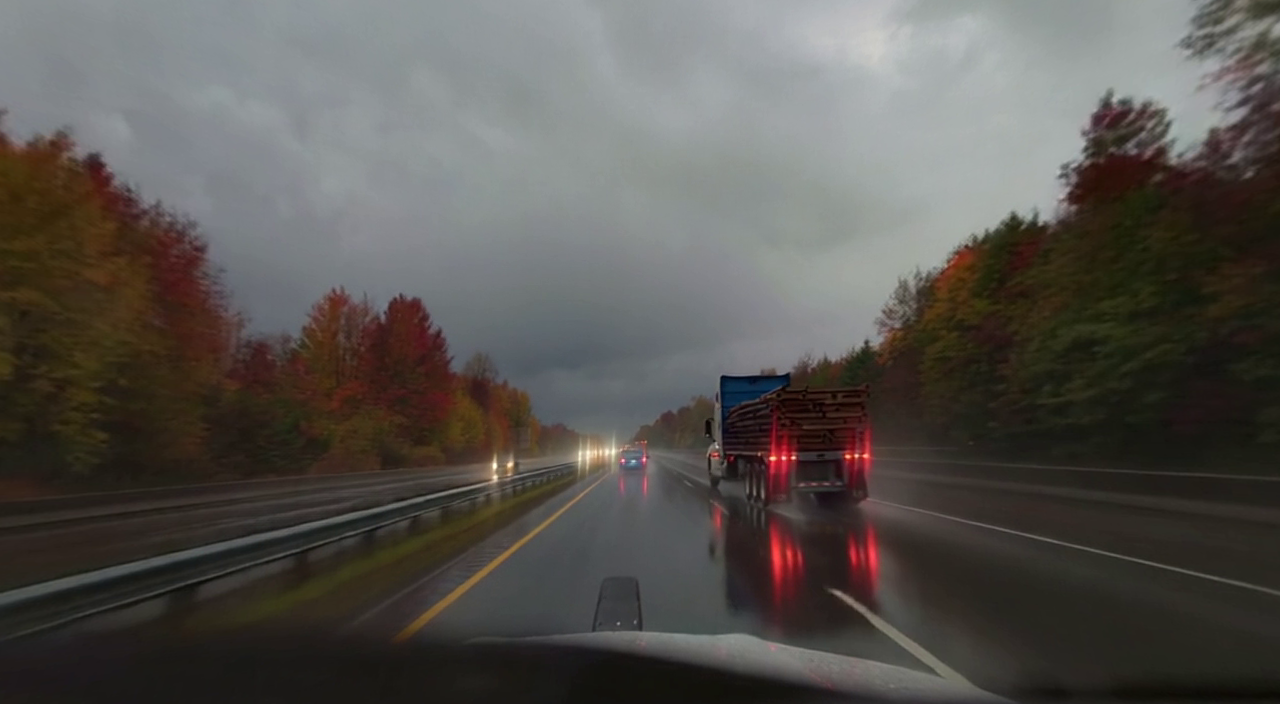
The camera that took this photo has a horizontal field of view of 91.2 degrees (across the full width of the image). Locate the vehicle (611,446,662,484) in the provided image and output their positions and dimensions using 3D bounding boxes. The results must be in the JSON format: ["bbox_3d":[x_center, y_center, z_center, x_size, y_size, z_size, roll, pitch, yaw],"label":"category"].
[{"bbox_3d":[-0.174,5.004,28.074,2.099,1.506,4.097,-1,-9,0],"label":"vehicle"}]

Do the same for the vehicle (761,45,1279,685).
[{"bbox_3d":[3.952,0.559,7.961,3.004,3.923,8.363,-1,-9,-1],"label":"vehicle"}]
